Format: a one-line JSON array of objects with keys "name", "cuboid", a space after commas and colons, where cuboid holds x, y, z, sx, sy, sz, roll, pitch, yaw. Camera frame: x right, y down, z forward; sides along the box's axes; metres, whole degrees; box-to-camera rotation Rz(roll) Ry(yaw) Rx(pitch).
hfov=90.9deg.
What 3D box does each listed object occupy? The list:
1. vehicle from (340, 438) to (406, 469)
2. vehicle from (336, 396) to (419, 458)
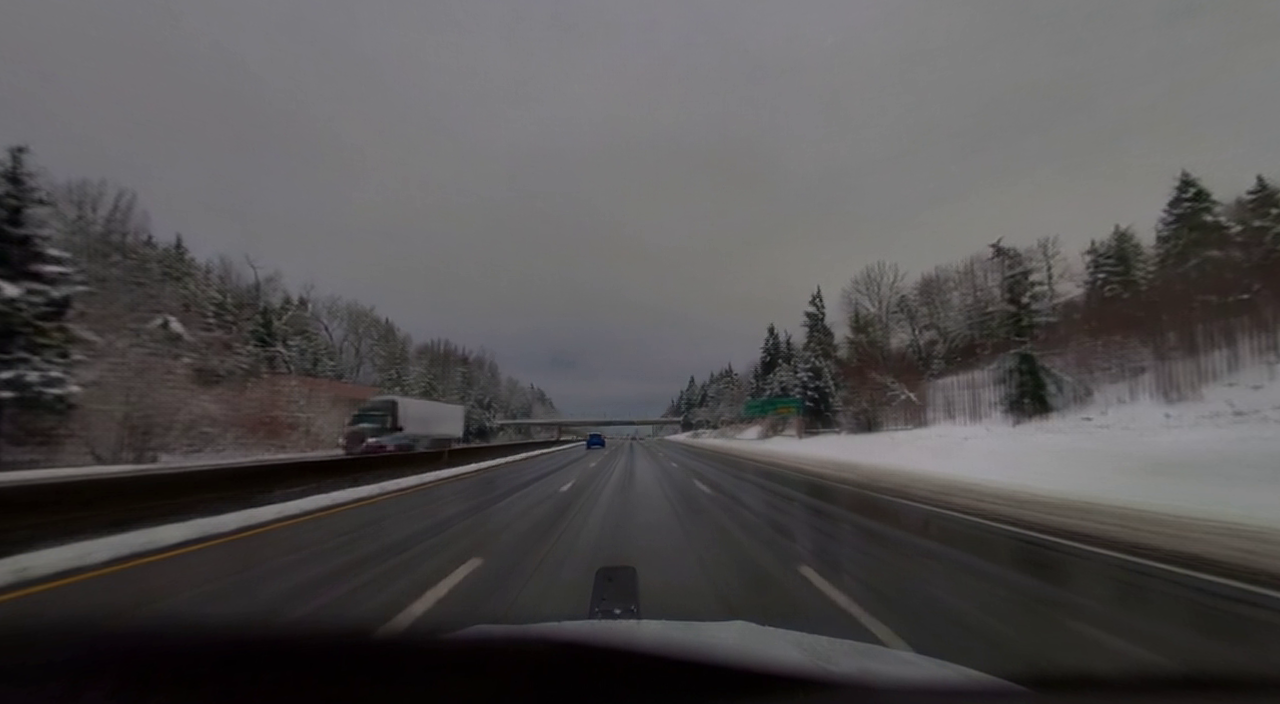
[{"name": "vehicle", "cuboid": [-12.313, 4.675, 29.217, 1.669, 1.358, 3.302, 0, -8, -2]}, {"name": "vehicle", "cuboid": [-17.338, 5.033, 42.105, 2.930, 3.853, 5.885, 0, -8, -1]}]
